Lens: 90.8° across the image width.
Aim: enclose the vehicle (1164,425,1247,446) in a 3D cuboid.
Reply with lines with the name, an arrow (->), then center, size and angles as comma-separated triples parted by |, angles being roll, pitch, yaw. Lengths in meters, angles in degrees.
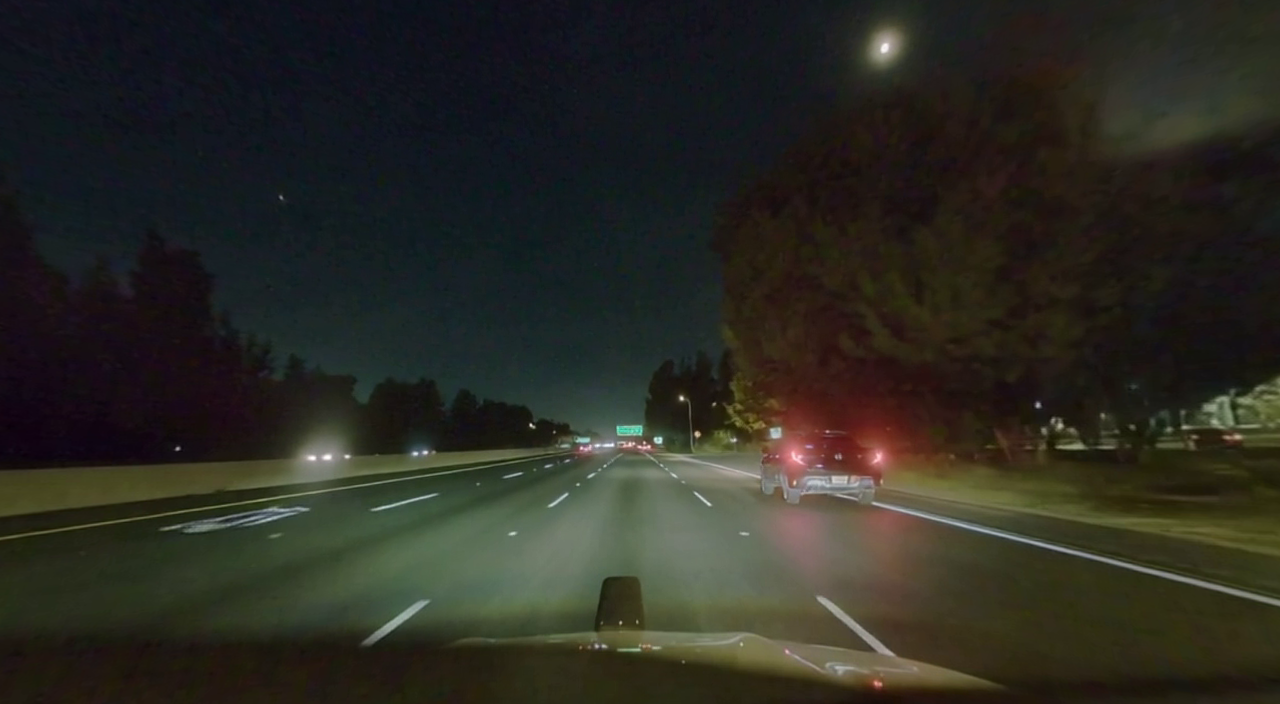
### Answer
vehicle -> 43.664, 6.501, 48.873 | 1.905, 1.549, 4.375 | 6, -10, -36
